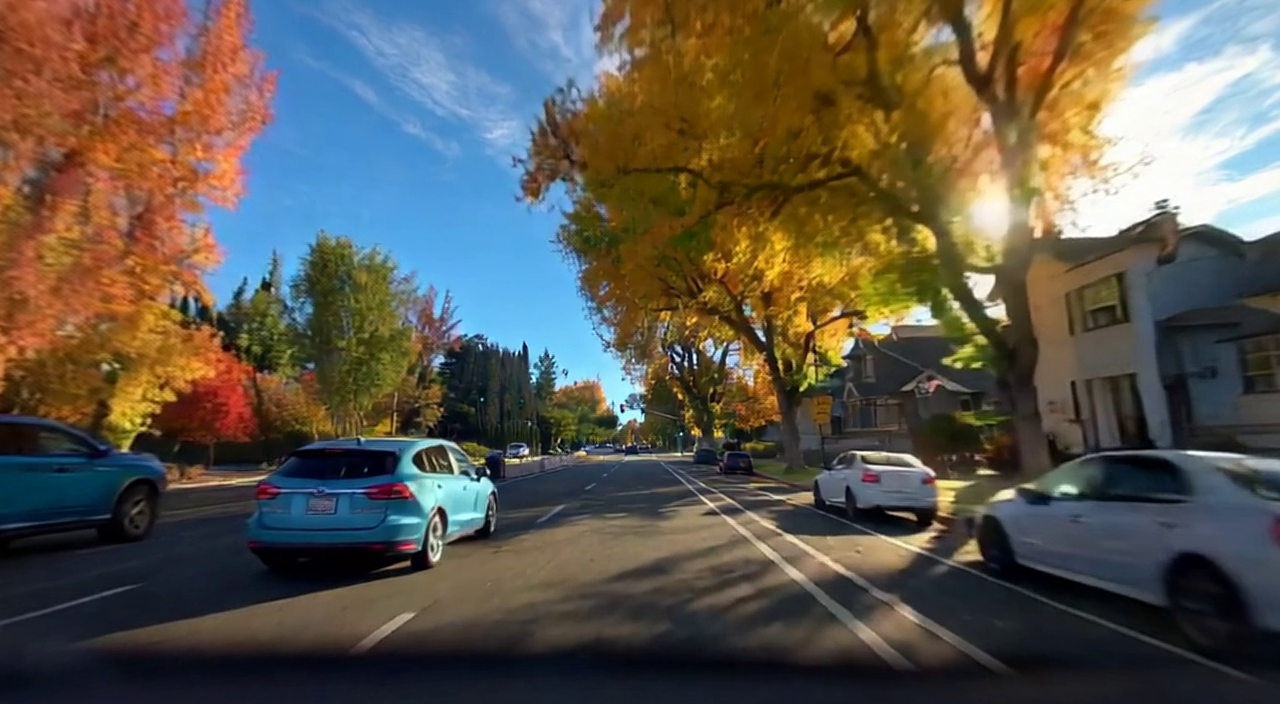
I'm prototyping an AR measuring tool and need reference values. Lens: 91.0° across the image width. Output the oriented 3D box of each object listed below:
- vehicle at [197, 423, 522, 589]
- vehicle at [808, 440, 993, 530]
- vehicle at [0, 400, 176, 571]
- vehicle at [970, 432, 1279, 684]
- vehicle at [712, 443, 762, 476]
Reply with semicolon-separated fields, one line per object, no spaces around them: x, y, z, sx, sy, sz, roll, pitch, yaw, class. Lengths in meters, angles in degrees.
-2.978;1.738;8.011;1.982;1.478;4.465;0;-9;1;vehicle
5.030;2.603;12.981;1.900;1.504;4.474;0;-9;0;vehicle
-7.492;1.367;6.526;2.034;1.711;4.512;1;-9;-3;vehicle
4.786;1.425;5.003;1.889;1.491;4.614;0;-9;1;vehicle
4.864;5.446;32.177;1.955;1.499;4.536;0;-9;2;vehicle
